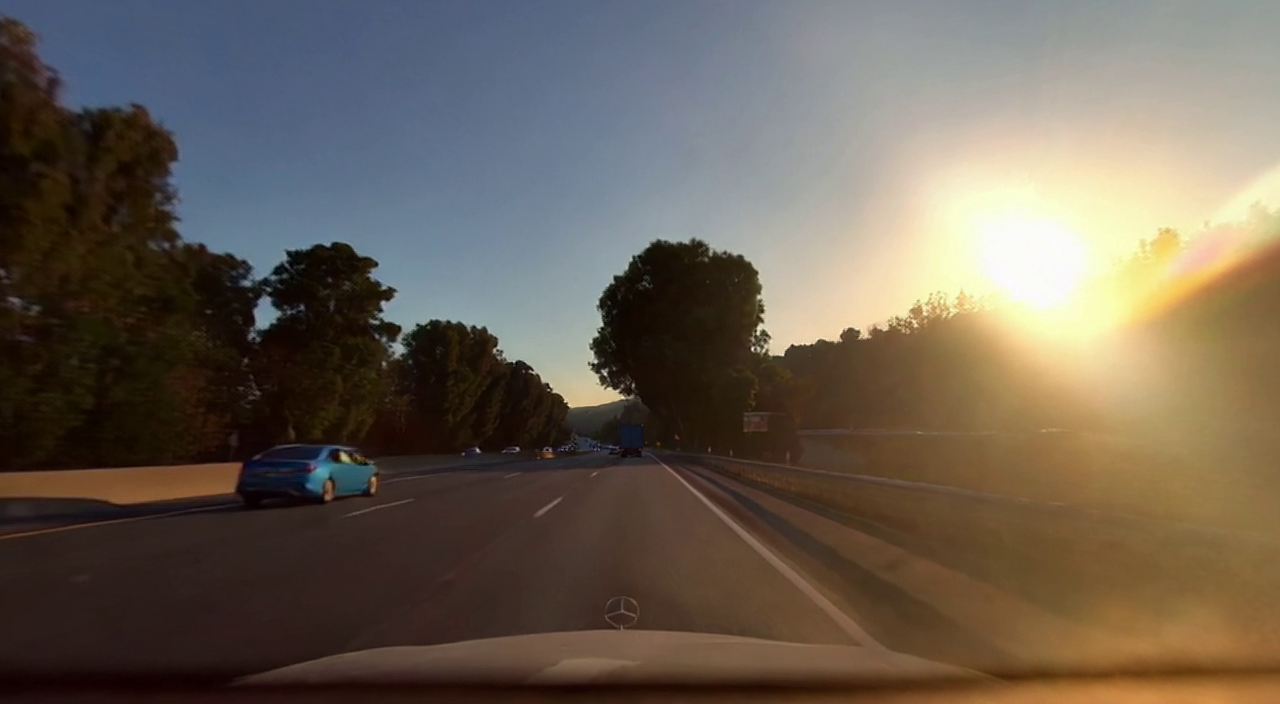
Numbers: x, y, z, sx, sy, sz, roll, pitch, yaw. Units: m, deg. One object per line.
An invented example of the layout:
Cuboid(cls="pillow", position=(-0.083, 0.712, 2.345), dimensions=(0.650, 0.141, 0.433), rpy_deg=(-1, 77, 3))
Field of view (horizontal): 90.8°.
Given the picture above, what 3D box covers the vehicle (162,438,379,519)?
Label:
Cuboid(cls="vehicle", position=(-7.913, 2.722, 14.220), dimensions=(2.155, 1.504, 4.490), rpy_deg=(0, -8, 0))
